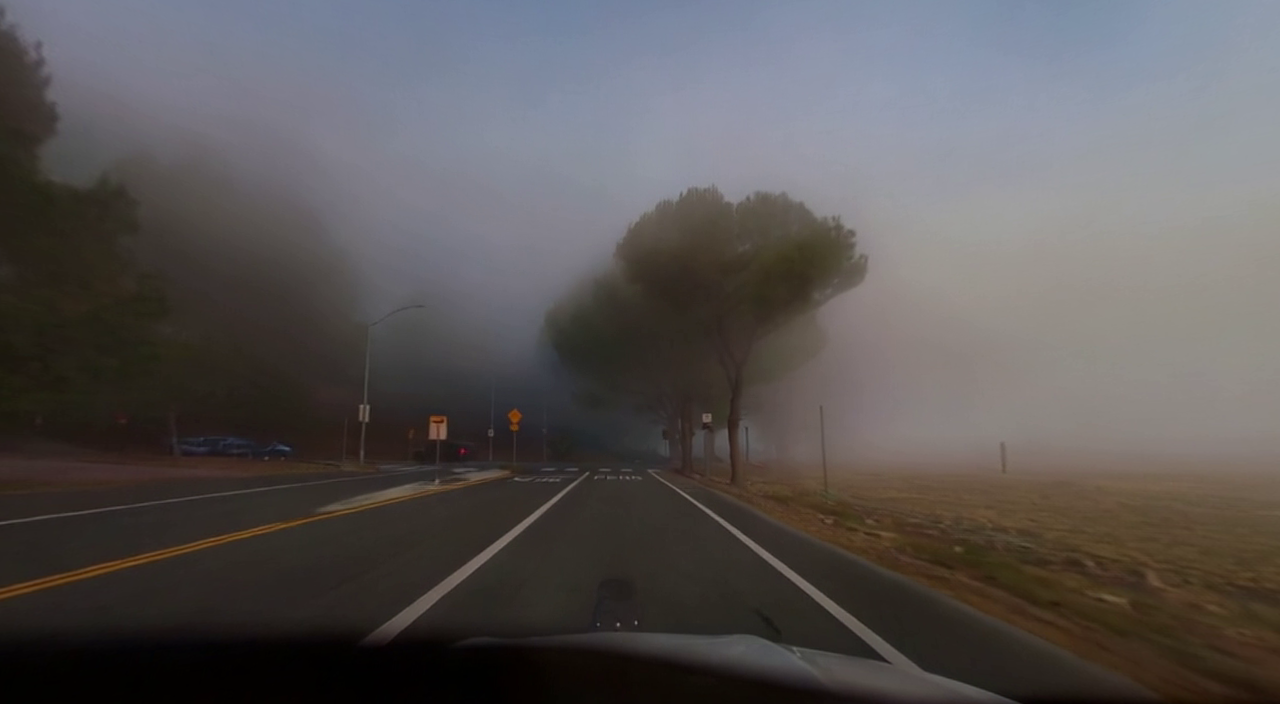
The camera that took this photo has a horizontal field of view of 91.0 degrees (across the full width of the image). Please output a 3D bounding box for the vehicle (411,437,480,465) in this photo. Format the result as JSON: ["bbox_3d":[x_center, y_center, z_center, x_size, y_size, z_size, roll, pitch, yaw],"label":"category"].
[{"bbox_3d":[-14.667,7.478,47.656,4.529,1.976,2.002,8,-12,-42],"label":"vehicle"}]
